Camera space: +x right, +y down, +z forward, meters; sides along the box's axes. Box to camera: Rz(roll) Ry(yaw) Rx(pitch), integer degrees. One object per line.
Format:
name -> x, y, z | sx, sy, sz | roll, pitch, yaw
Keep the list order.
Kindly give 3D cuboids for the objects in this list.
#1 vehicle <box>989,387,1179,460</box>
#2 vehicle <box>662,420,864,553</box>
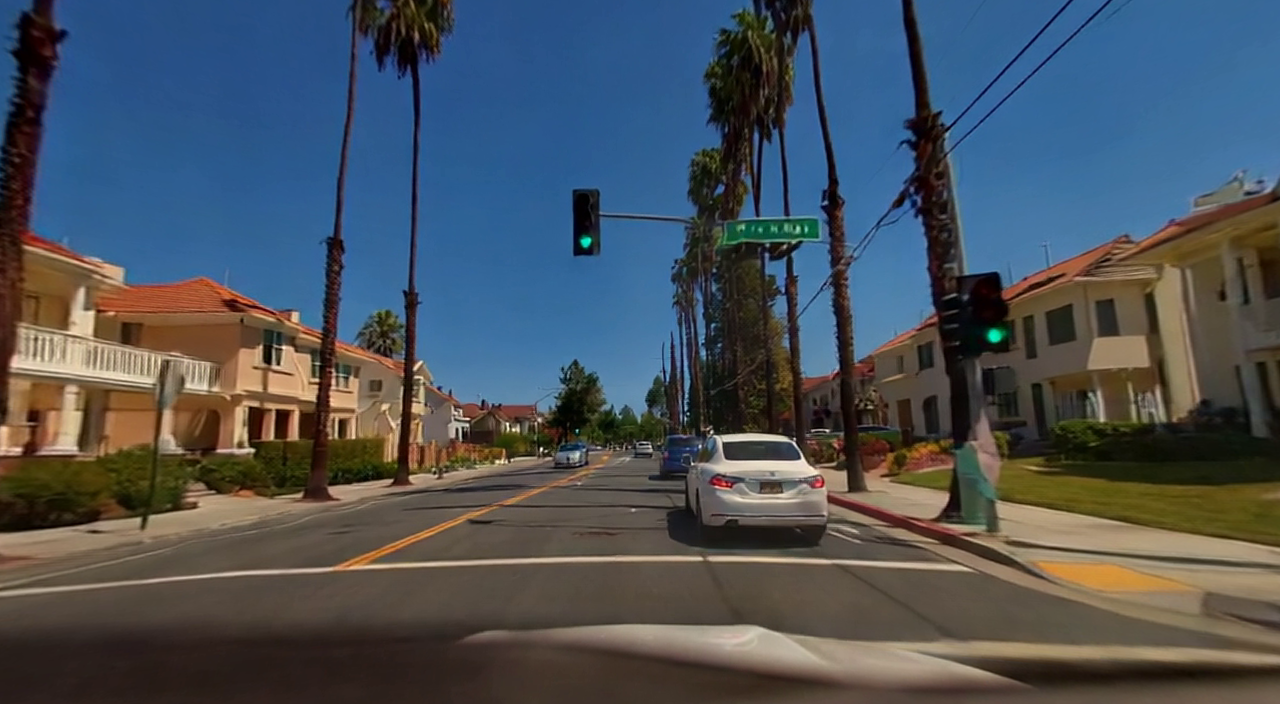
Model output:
vehicle -> 17.677, 2.881, 25.416 | 5.880, 2.540, 2.003 | -3, -6, 2
vehicle -> 1.537, 1.938, 9.806 | 2.096, 1.552, 4.519 | 1, -9, -2
